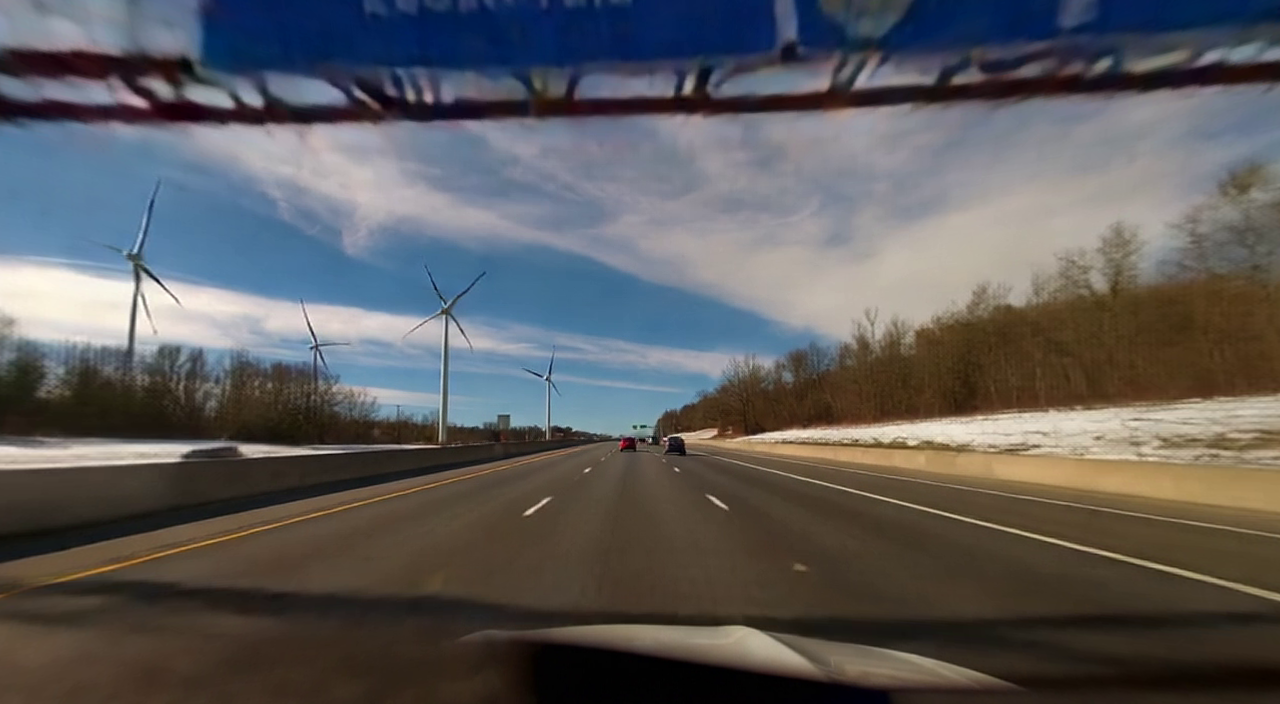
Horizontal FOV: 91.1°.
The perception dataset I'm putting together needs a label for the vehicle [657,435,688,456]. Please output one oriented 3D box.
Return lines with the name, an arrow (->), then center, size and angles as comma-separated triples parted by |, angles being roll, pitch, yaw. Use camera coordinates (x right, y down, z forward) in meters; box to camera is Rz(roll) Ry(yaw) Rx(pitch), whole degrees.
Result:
vehicle -> 2.460, 7.254, 49.031 | 2.041, 1.551, 3.974 | 0, -8, -2
